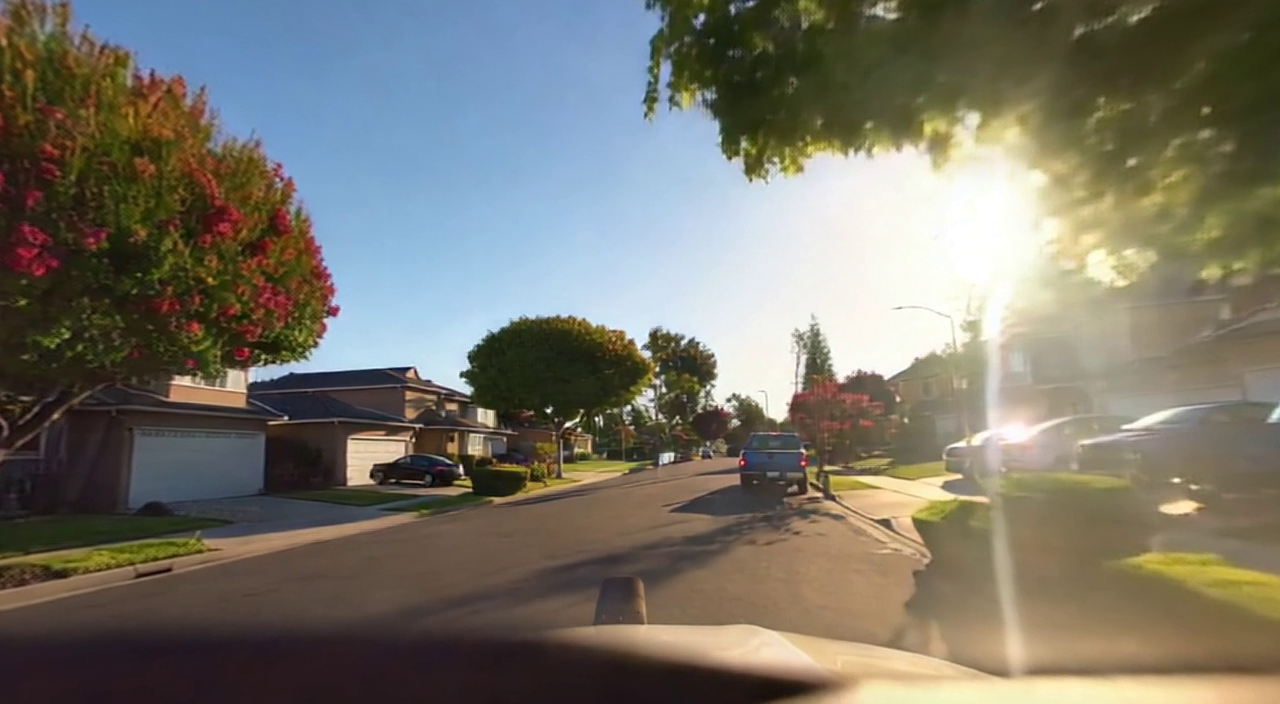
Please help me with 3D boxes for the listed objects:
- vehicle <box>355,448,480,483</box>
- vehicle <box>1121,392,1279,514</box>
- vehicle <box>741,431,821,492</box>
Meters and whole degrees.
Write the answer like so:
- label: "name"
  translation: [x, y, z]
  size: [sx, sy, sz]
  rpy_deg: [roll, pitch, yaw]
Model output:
- label: "vehicle"
  translation: [-9.845, 5.028, 28.144]
  size: [4.916, 1.485, 1.807]
  rpy_deg: [-1, -8, 6]
- label: "vehicle"
  translation: [10.264, 1.275, 9.268]
  size: [4.554, 1.515, 1.858]
  rpy_deg: [-9, -10, 11]
- label: "vehicle"
  translation: [5.266, 4.059, 23.873]
  size: [2.552, 2.024, 5.414]
  rpy_deg: [-2, -8, 11]
